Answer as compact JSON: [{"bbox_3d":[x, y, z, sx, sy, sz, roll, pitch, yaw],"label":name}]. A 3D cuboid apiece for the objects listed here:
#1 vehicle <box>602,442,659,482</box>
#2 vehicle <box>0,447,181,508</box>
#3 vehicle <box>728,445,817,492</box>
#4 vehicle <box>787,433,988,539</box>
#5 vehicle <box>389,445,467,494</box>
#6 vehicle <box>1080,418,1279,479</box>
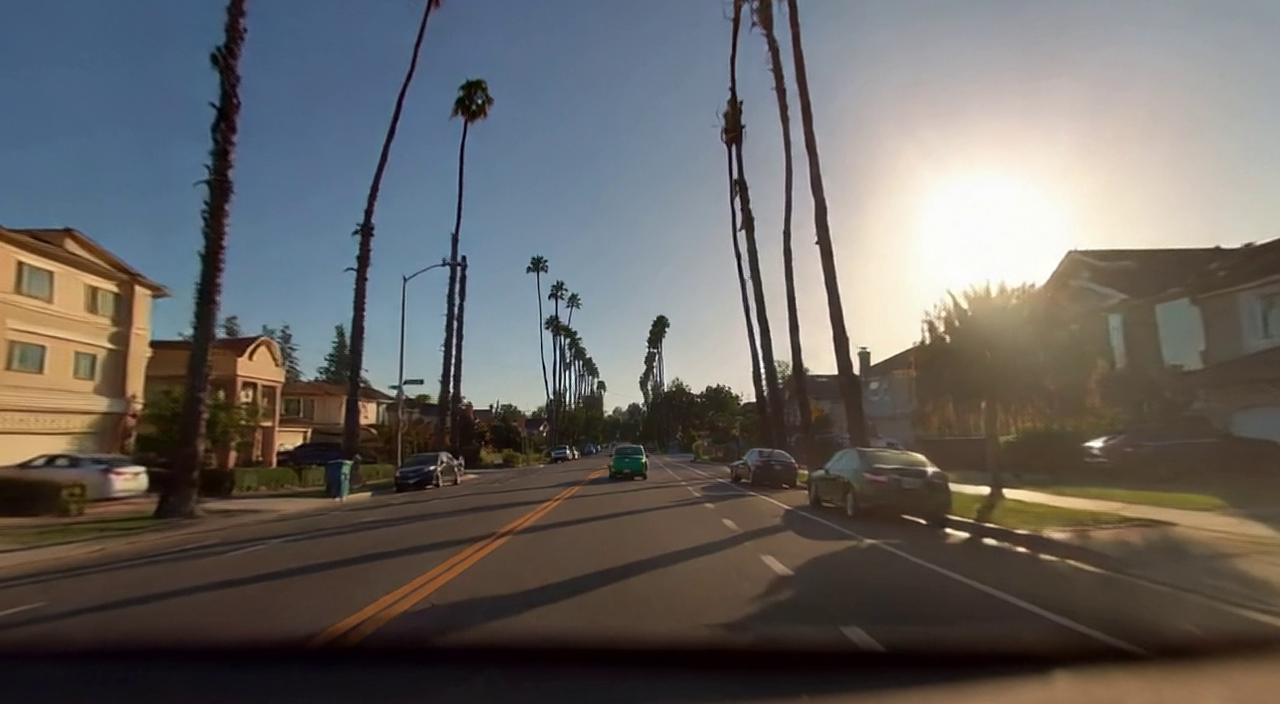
[{"bbox_3d":[-0.402,4.417,25.579,2.098,1.483,4.099,0,-9,-1],"label":"vehicle"},{"bbox_3d":[-15.762,3.358,17.211,4.654,1.490,2.381,0,-9,2],"label":"vehicle"},{"bbox_3d":[4.652,4.191,23.087,2.013,1.501,5.235,0,-9,-1],"label":"vehicle"},{"bbox_3d":[4.539,2.533,12.723,2.017,1.646,5.389,0,-9,2],"label":"vehicle"},{"bbox_3d":[-8.859,4.898,26.770,1.945,1.666,4.107,-3,-6,-1],"label":"vehicle"},{"bbox_3d":[14.256,2.495,16.389,4.225,1.480,1.887,0,-9,-1],"label":"vehicle"}]
